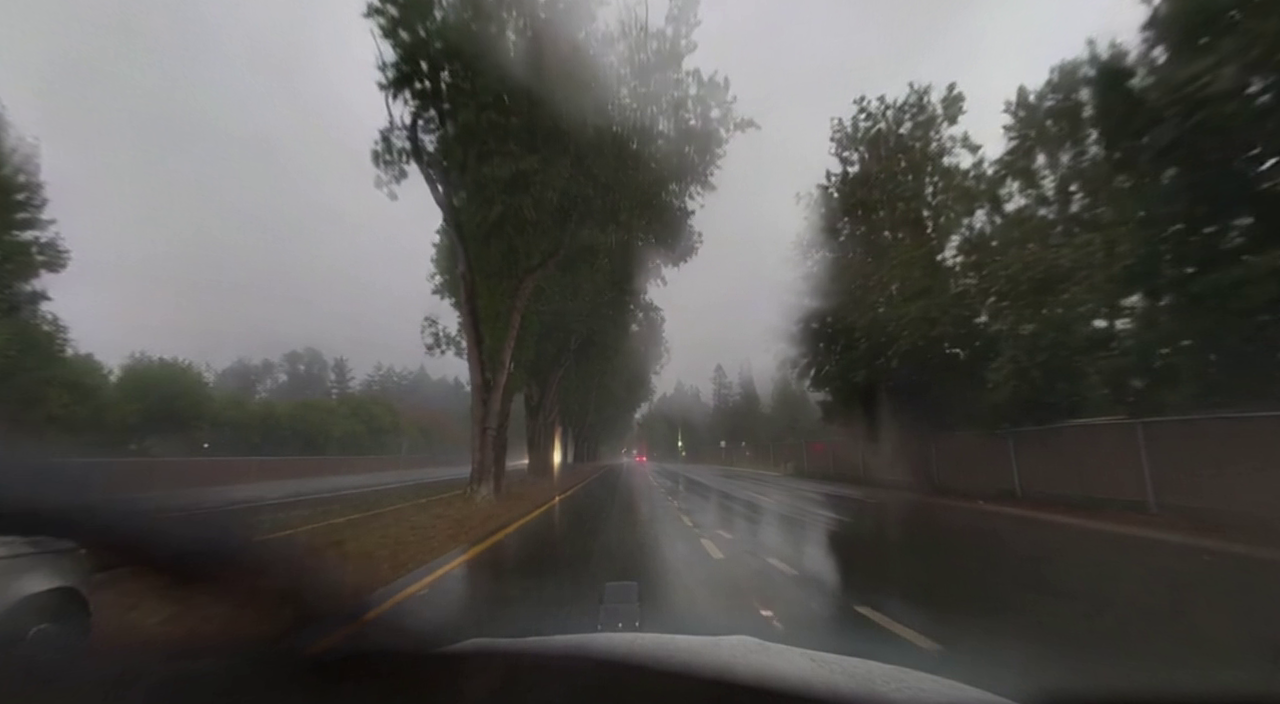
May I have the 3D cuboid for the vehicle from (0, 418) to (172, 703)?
[{"bbox_3d":[-4.059,0.864,1.599,2.120,1.488,4.766,0,-8,-1],"label":"vehicle"}]
